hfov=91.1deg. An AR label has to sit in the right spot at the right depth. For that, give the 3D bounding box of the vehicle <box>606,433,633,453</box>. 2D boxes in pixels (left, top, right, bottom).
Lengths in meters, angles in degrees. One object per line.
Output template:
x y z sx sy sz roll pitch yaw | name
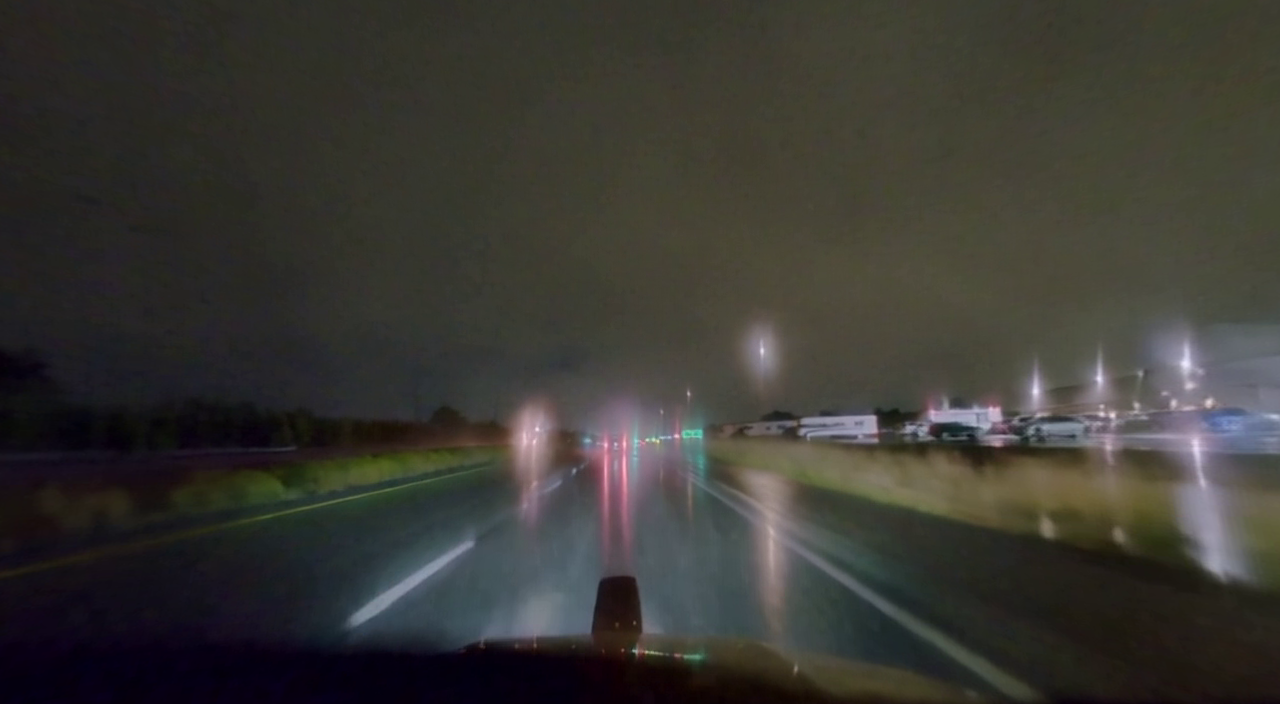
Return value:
-1.641 7.141 49.433 2.037 1.504 4.248 0 -8 -2 | vehicle
